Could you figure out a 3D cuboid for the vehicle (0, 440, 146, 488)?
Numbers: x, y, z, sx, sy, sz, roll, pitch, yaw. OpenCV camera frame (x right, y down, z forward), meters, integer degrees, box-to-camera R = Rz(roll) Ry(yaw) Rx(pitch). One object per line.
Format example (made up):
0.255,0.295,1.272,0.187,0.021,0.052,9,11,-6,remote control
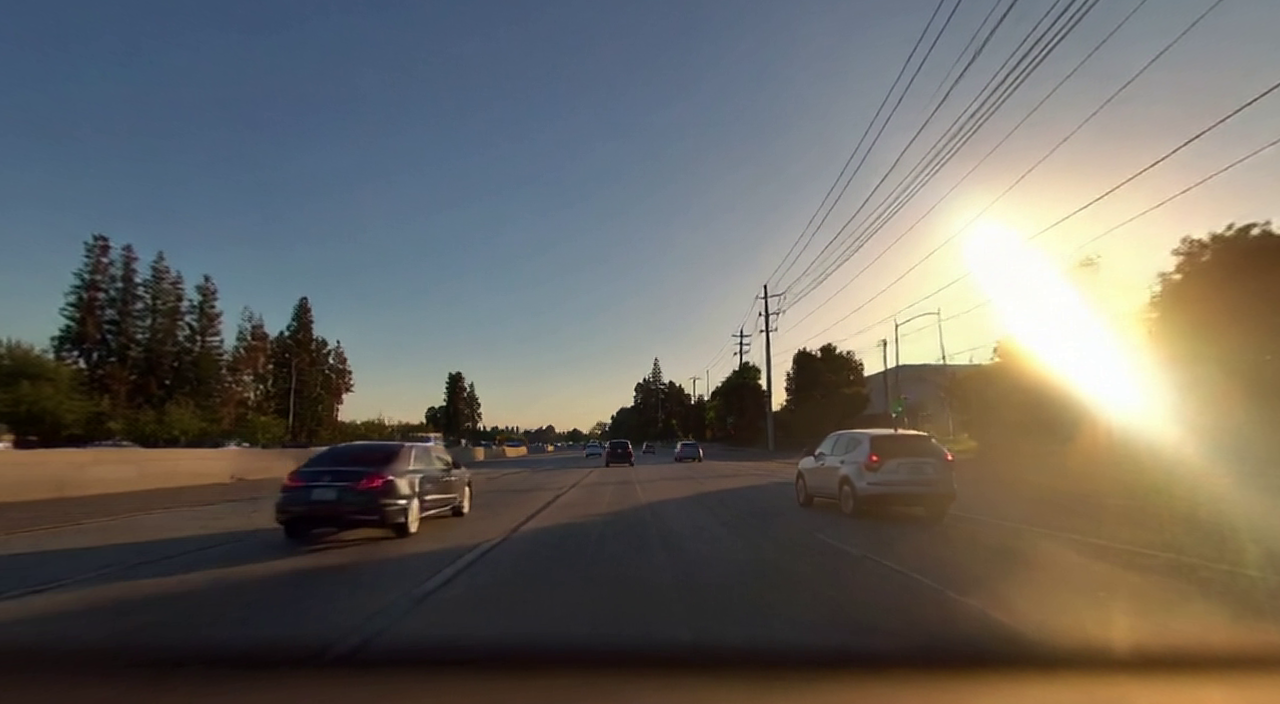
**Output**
-20.600,3.925,22.507,1.881,1.516,5.010,0,-8,0,vehicle

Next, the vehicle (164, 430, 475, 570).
-4.317,2.064,9.808,2.091,1.562,5.220,0,-8,0,vehicle

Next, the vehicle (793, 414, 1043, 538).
4.482,2.085,11.252,2.102,1.723,4.745,0,-8,-2,vehicle

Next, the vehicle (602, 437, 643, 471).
-0.994,5.782,35.850,2.192,1.769,4.287,0,-8,-2,vehicle

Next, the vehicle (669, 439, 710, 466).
3.242,6.734,42.512,2.099,1.720,4.829,0,-8,-4,vehicle
